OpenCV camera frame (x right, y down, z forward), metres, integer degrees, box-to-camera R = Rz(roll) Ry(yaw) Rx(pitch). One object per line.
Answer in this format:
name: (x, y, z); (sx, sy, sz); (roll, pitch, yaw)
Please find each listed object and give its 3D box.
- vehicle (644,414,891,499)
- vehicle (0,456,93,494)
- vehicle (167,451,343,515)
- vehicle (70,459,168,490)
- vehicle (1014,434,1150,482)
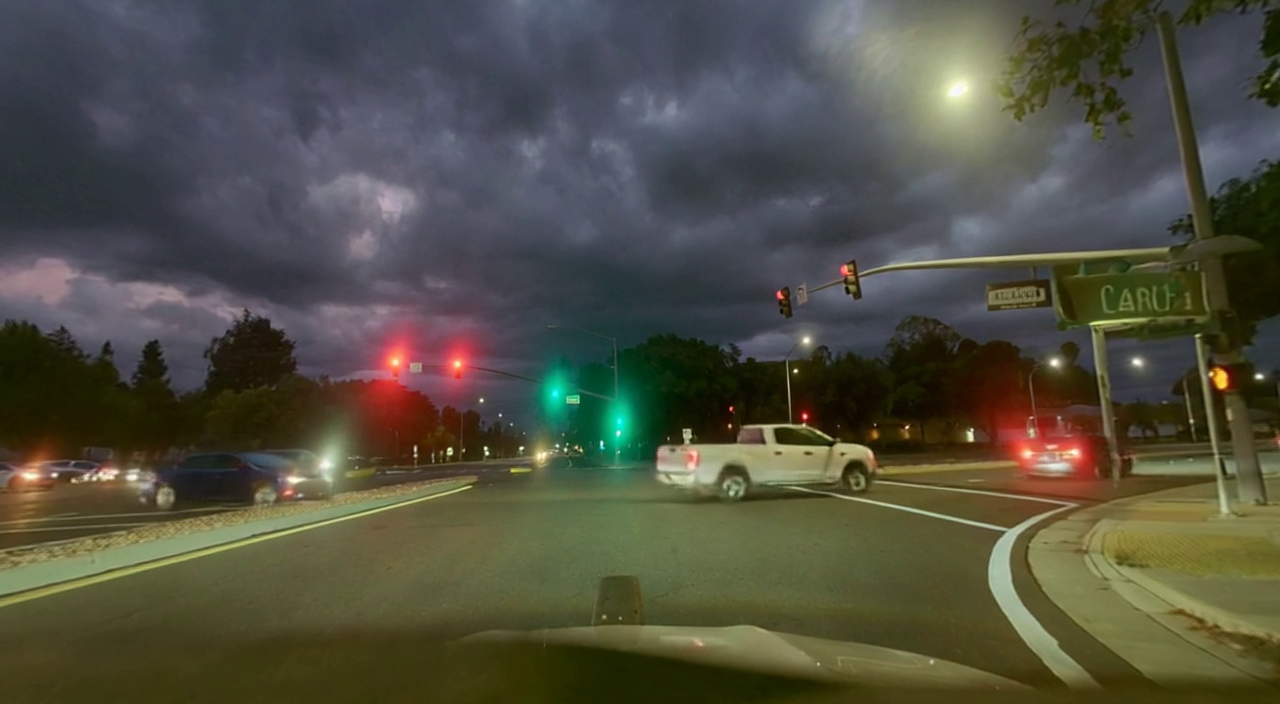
vehicle: (3.272, 2.702, 16.600); (5.896, 1.937, 2.358); (2, -9, -17)
vehicle: (-31.174, 6.292, 32.600); (2.142, 1.723, 4.692); (1, -9, -9)
vehicle: (-10.357, 3.400, 16.930); (4.702, 1.468, 1.999); (-6, -10, 31)
vehicle: (-28.377, 6.656, 34.633); (1.965, 1.448, 4.553); (1, -9, -9)
vehicle: (15.092, 3.568, 21.503); (4.728, 1.471, 1.957); (5, -10, -31)
